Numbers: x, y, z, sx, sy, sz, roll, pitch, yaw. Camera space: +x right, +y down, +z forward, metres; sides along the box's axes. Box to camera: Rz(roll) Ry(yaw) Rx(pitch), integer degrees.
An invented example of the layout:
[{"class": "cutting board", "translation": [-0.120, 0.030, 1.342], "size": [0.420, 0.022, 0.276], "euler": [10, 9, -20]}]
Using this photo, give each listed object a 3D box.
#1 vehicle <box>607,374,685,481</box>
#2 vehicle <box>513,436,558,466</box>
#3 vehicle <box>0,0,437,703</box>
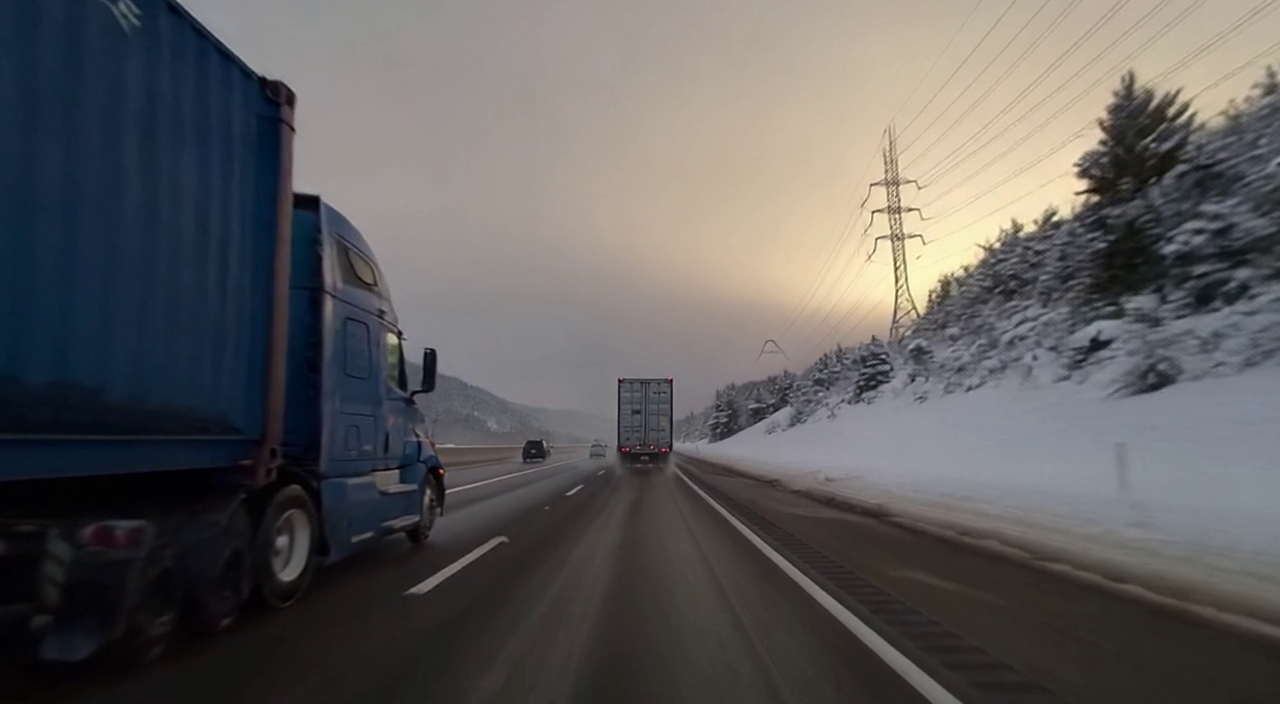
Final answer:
[{"class": "vehicle", "translation": [0.203, 3.769, 30.141], "size": [3.006, 4.120, 11.586], "euler": [0, -9, 0]}, {"class": "vehicle", "translation": [-7.062, 6.739, 42.928], "size": [2.214, 1.899, 4.719], "euler": [0, -9, 1]}, {"class": "vehicle", "translation": [-4.040, -0.388, 1.886], "size": [3.314, 4.224, 9.816], "euler": [0, -9, 1]}]
